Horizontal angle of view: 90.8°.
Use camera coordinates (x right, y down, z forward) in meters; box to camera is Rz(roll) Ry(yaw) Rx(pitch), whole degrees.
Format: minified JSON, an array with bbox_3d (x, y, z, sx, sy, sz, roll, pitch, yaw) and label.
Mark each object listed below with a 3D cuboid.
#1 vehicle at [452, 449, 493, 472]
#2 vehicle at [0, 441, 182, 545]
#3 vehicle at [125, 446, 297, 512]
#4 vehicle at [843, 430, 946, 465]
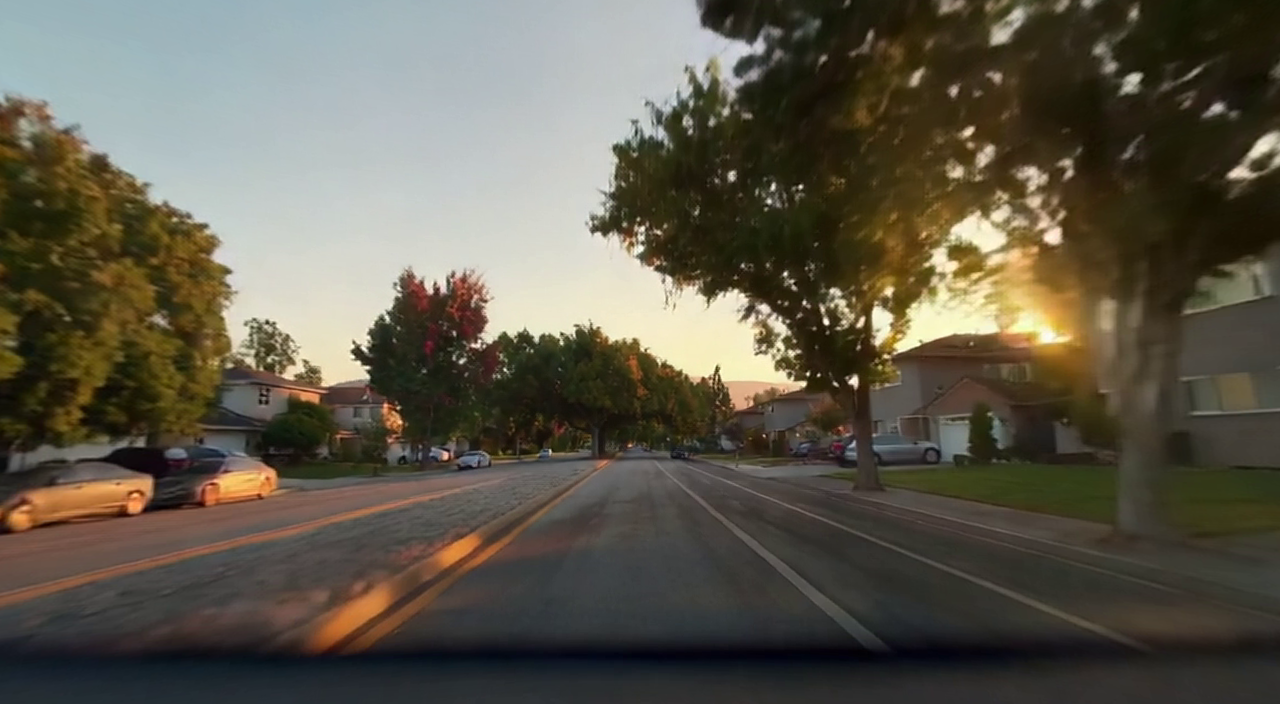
[{"bbox_3d":[-12.768,8.277,48.439,1.936,1.504,4.456,-2,-7,0],"label":"vehicle"},{"bbox_3d":[-12.578,2.882,13.612,2.003,1.804,4.554,-1,-7,0],"label":"vehicle"},{"bbox_3d":[-12.639,3.718,19.081,2.110,1.709,4.426,0,-8,-1],"label":"vehicle"},{"bbox_3d":[13.602,5.141,33.999,4.629,1.770,1.959,0,-8,0],"label":"vehicle"}]
